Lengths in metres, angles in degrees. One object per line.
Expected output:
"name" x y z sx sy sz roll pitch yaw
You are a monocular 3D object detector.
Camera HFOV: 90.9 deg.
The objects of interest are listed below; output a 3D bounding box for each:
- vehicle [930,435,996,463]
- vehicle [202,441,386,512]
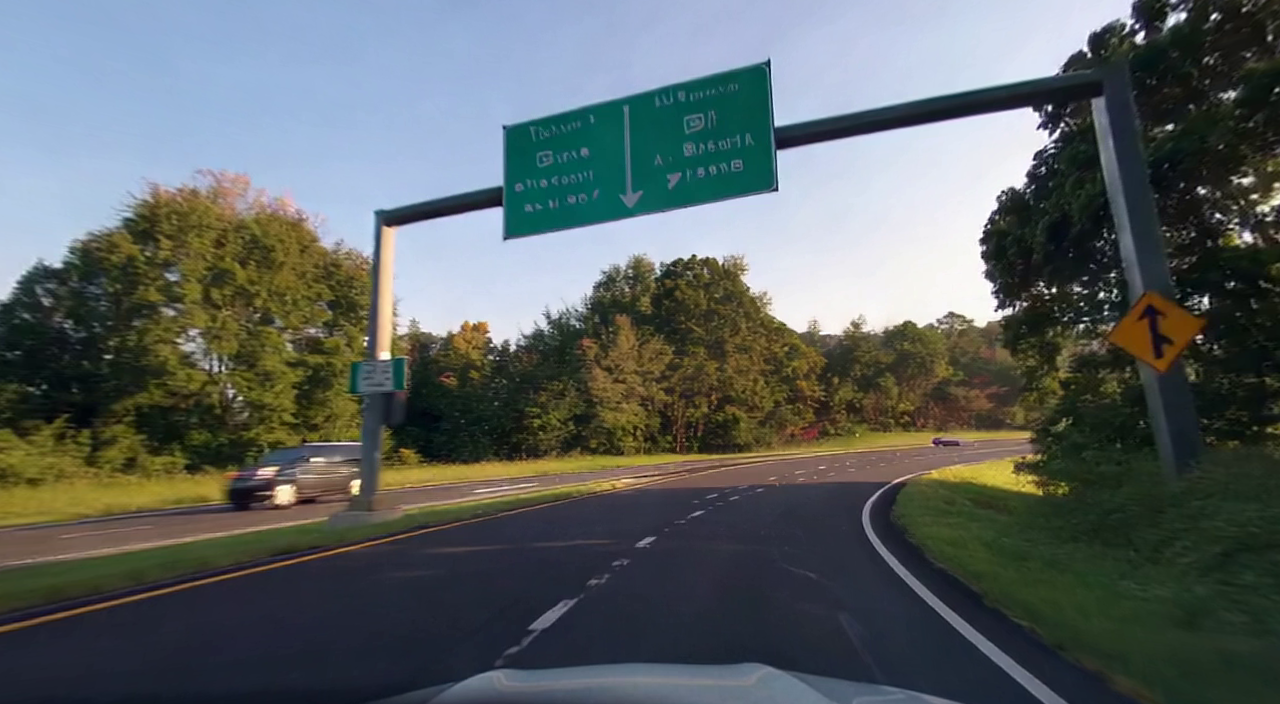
"vehicle" 17.645 5.300 34.340 3.645 1.427 1.807 7 -12 -39
"vehicle" -7.749 2.784 14.484 1.704 1.392 3.351 -3 -10 19
